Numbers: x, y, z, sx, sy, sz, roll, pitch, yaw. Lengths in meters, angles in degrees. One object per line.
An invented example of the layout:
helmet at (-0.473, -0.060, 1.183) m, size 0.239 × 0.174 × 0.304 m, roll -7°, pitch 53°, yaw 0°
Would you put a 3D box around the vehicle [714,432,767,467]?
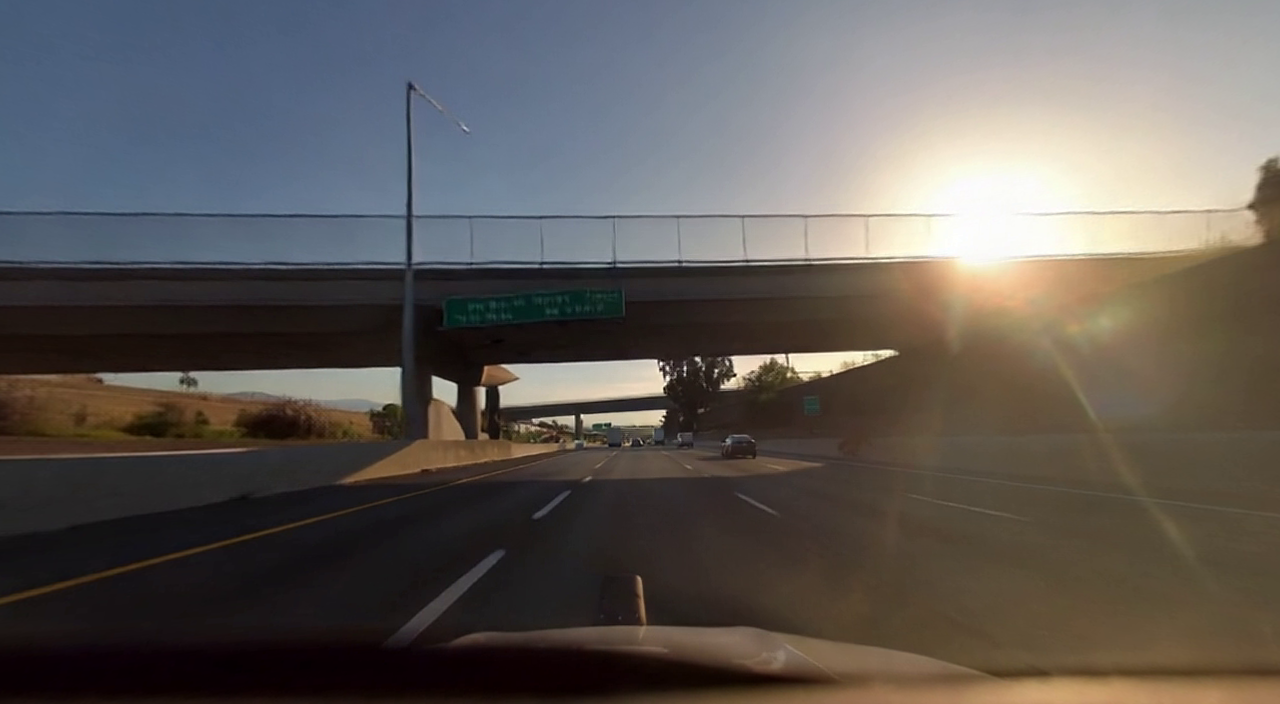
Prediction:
vehicle at (4.605, 4.494, 29.248) m, size 1.802 × 1.492 × 3.804 m, roll 0°, pitch -8°, yaw -1°
